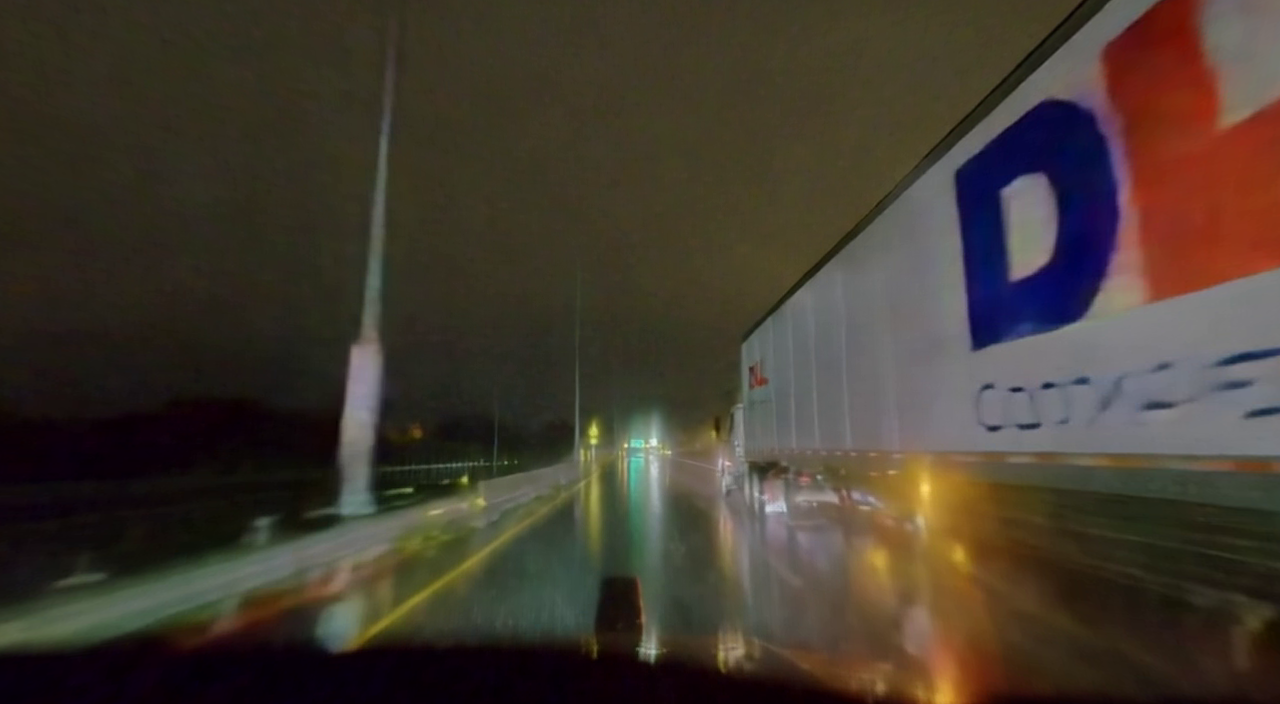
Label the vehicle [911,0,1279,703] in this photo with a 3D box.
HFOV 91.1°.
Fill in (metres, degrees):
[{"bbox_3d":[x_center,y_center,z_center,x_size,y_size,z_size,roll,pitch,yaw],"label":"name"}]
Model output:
[{"bbox_3d":[3.787,-0.572,1.036,2.879,4.075,8.126,0,-9,-1],"label":"vehicle"}]
